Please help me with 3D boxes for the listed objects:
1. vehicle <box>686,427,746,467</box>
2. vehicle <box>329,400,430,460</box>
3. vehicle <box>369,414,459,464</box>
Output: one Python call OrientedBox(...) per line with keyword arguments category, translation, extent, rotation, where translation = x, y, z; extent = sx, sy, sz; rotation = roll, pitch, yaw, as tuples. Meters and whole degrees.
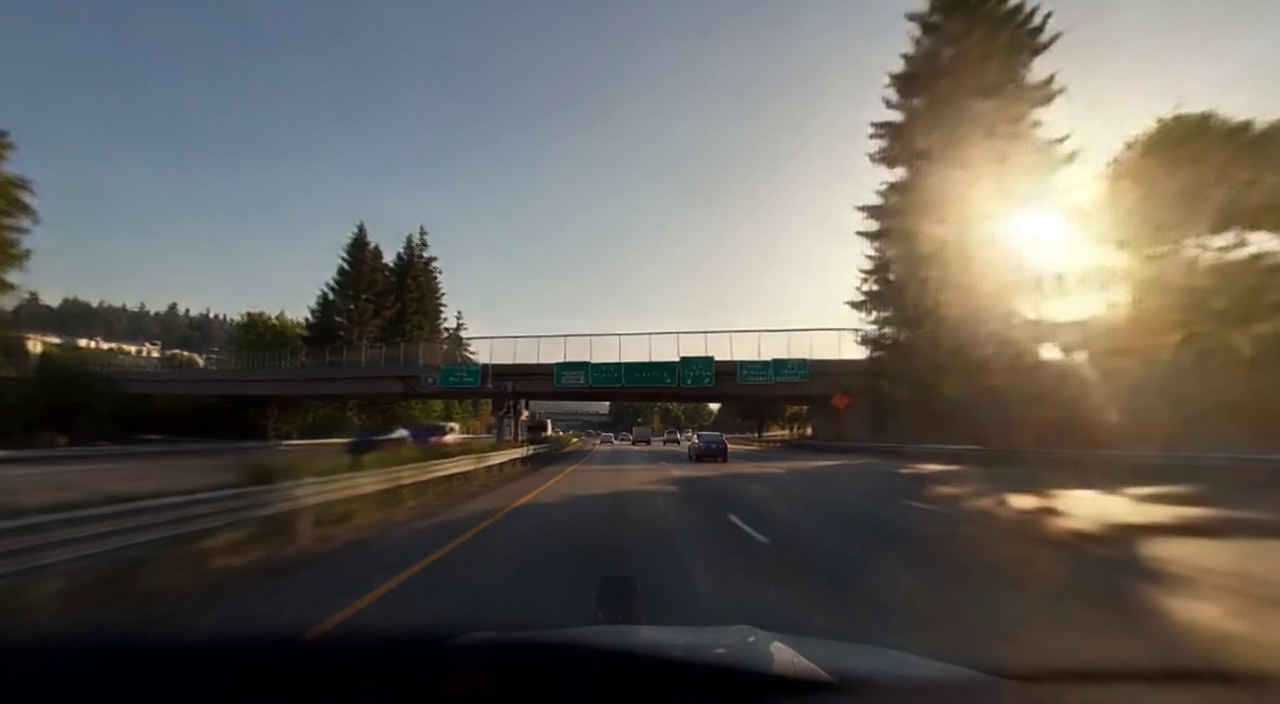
OrientedBox(category="vehicle", translation=(3.230, 4.094, 27.385), extent=(1.938, 1.578, 3.764), rotation=(0, -8, -3))
OrientedBox(category="vehicle", translation=(-13.896, 4.270, 34.416), extent=(2.596, 2.931, 7.236), rotation=(0, -8, -2))
OrientedBox(category="vehicle", translation=(-9.412, 3.691, 26.790), extent=(2.163, 1.902, 4.715), rotation=(0, -8, -1))
